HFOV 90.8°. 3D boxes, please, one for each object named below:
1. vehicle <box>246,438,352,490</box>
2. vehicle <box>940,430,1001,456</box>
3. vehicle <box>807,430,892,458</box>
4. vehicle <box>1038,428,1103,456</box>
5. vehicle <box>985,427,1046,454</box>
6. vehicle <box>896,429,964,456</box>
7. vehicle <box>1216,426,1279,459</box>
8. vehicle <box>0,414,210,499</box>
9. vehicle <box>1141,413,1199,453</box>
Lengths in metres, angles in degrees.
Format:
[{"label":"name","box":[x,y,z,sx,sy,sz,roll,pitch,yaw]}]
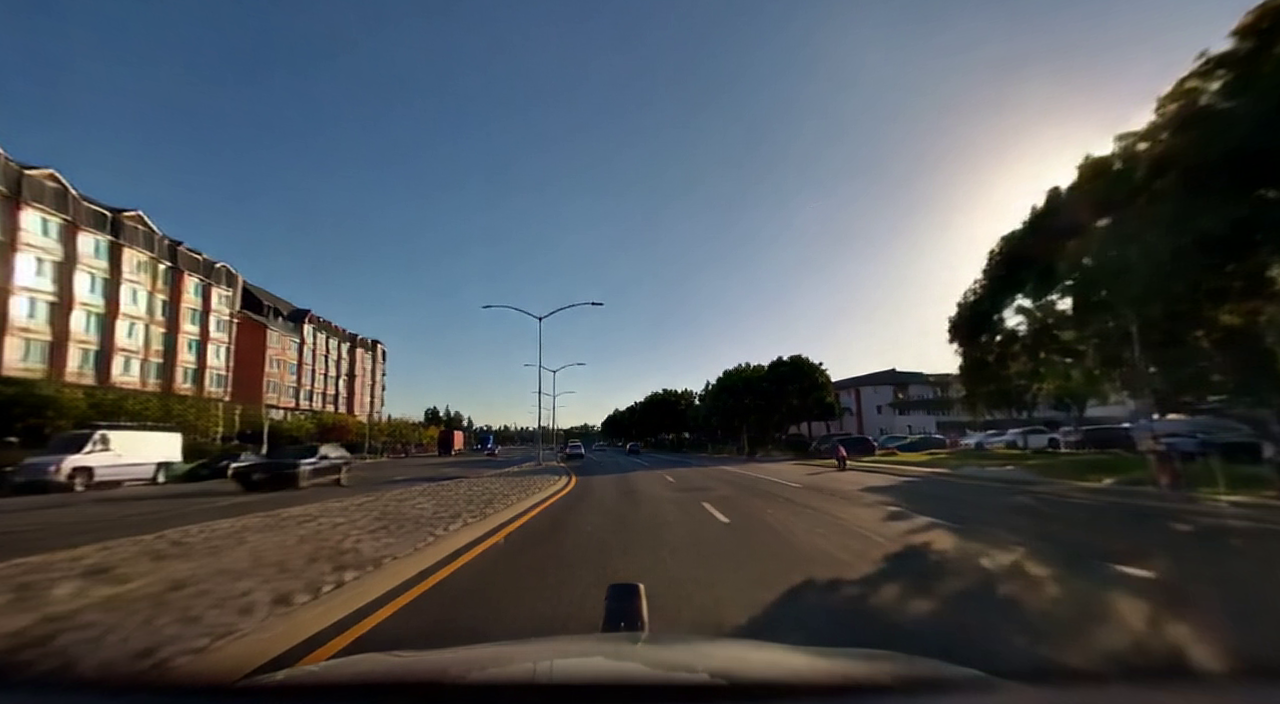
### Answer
[{"label":"vehicle","box":[-13.199,4.331,24.759,1.927,1.828,4.112,0,-8,-2]},{"label":"vehicle","box":[21.598,5.919,41.152,2.218,1.617,4.783,-8,-11,42]},{"label":"vehicle","box":[15.716,6.972,47.737,5.829,1.995,2.659,-2,-9,14]},{"label":"vehicle","box":[26.086,5.456,38.218,4.202,1.577,2.080,7,-11,-40]},{"label":"vehicle","box":[23.605,5.583,39.637,2.219,1.587,5.047,-8,-11,41]},{"label":"vehicle","box":[21.247,6.648,46.457,4.218,1.780,2.331,-1,-10,17]},{"label":"vehicle","box":[31.253,4.501,31.353,4.313,1.549,1.851,2,-9,-17]},{"label":"vehicle","box":[-20.558,4.062,24.931,2.601,2.866,6.588,0,-9,-2]},{"label":"vehicle","box":[36.624,5.667,43.594,5.151,2.514,2.332,9,-13,-43]}]
